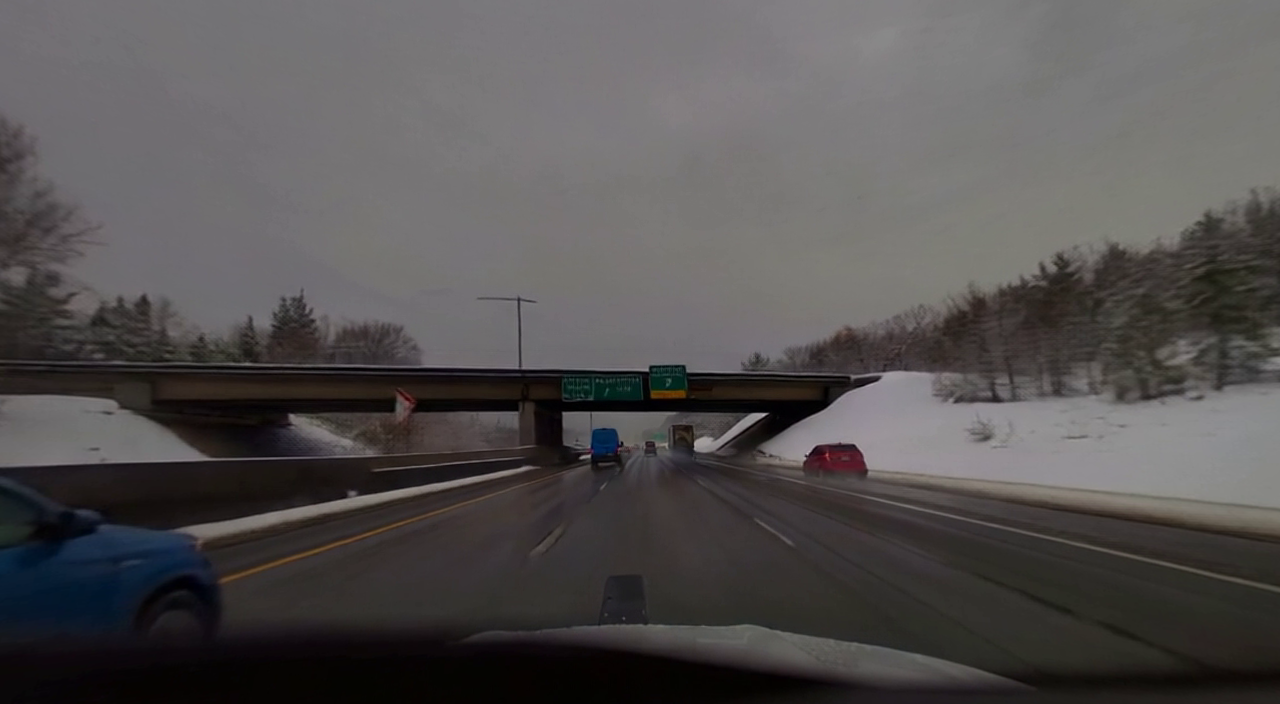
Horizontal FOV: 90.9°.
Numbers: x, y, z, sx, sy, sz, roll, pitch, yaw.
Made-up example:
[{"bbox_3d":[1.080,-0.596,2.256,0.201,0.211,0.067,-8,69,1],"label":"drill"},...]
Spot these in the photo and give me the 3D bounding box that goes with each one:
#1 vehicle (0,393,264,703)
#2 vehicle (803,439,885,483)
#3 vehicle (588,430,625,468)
[{"bbox_3d":[-3.166,0.725,1.115,2.029,1.472,4.721,0,-9,1],"label":"vehicle"},{"bbox_3d":[8.360,4.512,26.212,1.936,1.664,4.198,0,-9,-1],"label":"vehicle"},{"bbox_3d":[-2.378,7.152,46.420,2.451,2.627,5.868,0,-9,0],"label":"vehicle"}]
